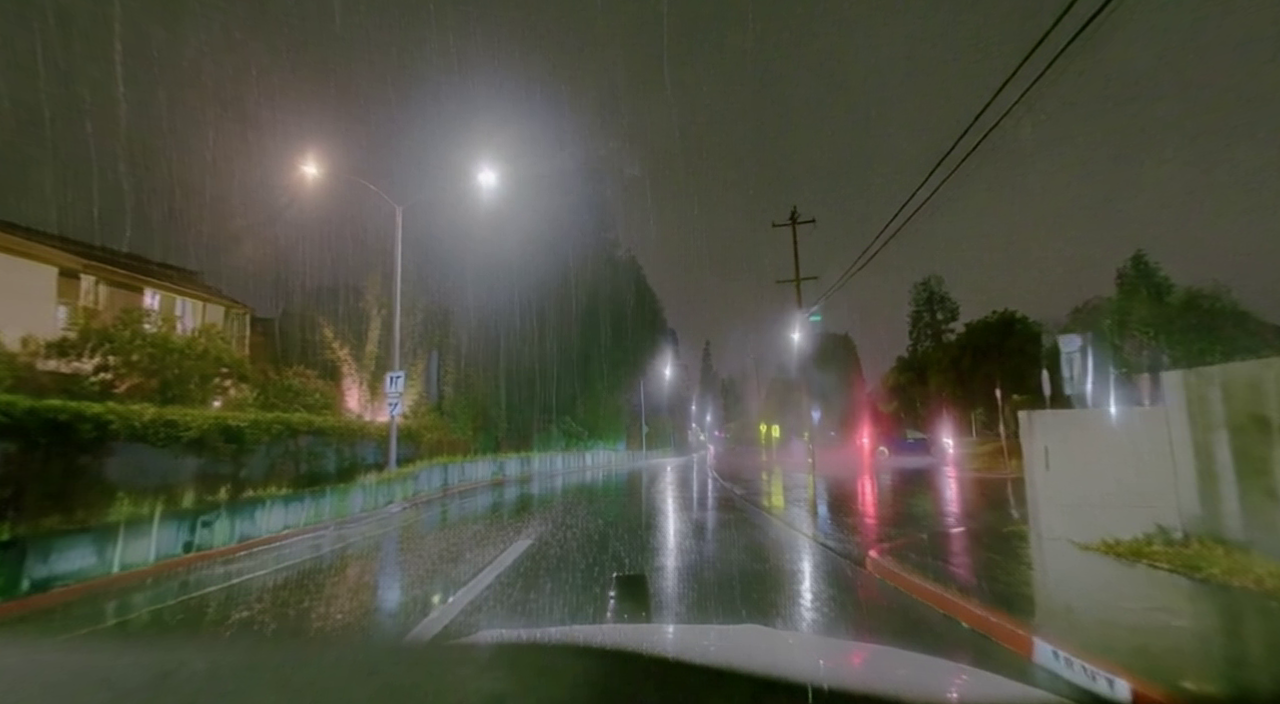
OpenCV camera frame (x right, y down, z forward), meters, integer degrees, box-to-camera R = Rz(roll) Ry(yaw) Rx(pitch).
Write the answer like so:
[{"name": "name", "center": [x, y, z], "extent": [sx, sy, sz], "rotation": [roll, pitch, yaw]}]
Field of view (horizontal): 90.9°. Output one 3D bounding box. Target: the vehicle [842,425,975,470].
[{"name": "vehicle", "center": [10.972, 3.951, 26.082], "extent": [4.614, 1.764, 1.860], "rotation": [-1, -9, 6]}]
